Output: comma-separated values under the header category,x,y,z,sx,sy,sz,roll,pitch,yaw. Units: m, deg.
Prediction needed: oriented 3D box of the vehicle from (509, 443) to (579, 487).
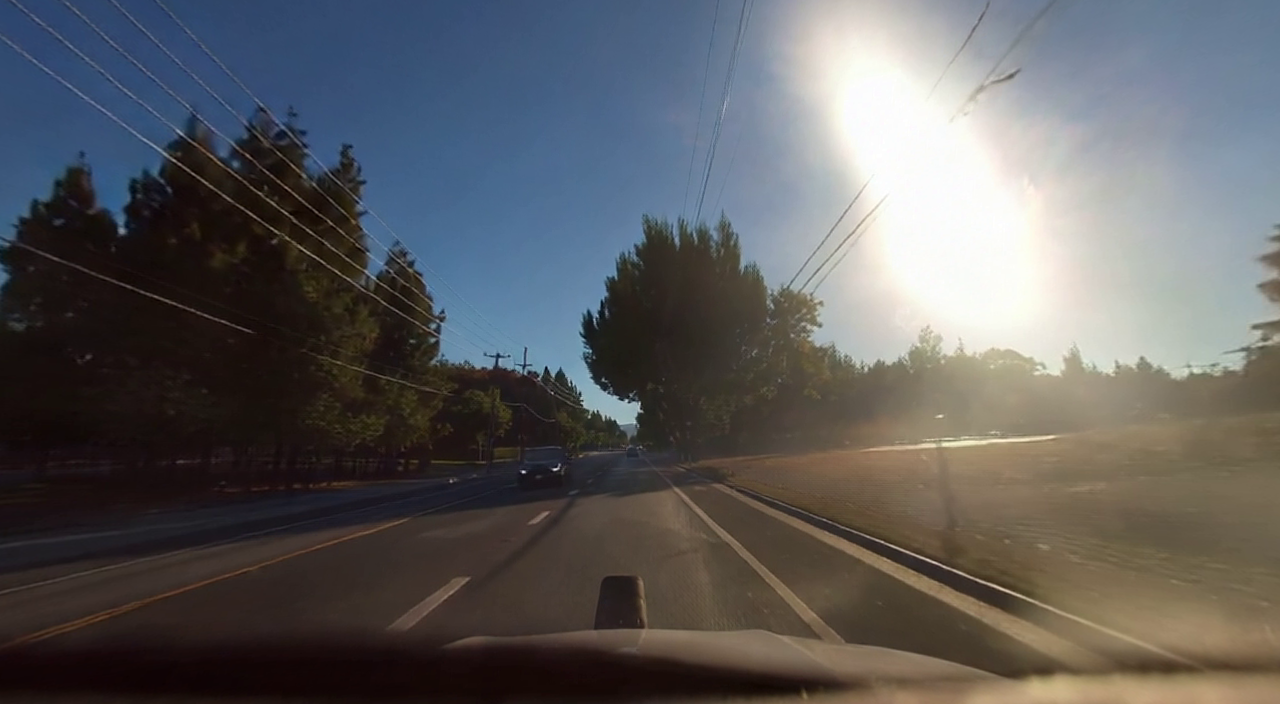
category,x,y,z,sx,sy,sz,roll,pitch,yaw
vehicle,-3.783,4.551,25.776,2.086,1.608,4.649,0,-9,1
